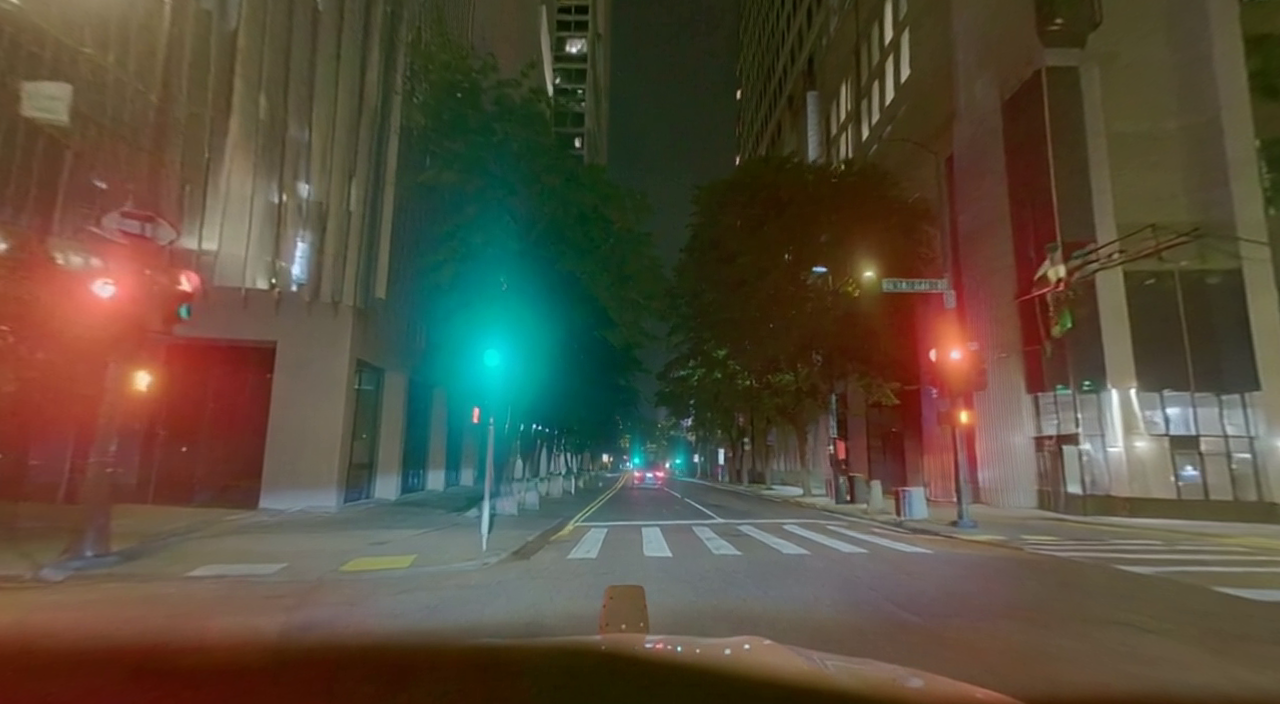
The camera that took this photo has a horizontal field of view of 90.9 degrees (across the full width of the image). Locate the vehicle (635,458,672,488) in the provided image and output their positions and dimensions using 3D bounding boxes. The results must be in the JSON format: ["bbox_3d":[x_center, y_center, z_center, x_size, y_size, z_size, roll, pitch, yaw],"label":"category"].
[{"bbox_3d":[0.770,7.081,37.113,2.079,1.621,3.861,0,-9,0],"label":"vehicle"}]
